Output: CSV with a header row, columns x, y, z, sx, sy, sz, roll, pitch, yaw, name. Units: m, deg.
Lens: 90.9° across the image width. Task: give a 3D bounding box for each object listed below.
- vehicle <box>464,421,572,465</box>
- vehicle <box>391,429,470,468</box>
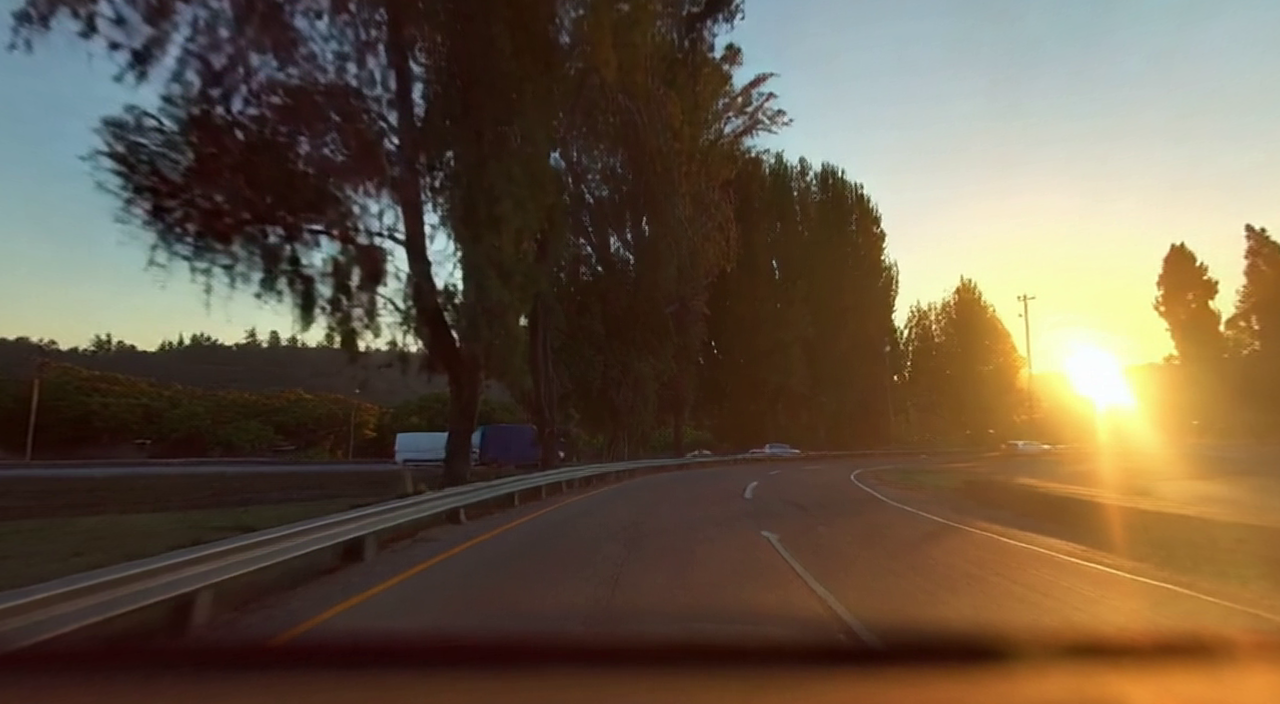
x,y,z,sx,sy,sz,roll,pitch,yaw,name
-8.645,6.504,45.003,7.155,2.942,2.420,3,-8,-23,vehicle
-14.220,6.529,42.766,4.784,2.535,2.203,3,-8,-22,vehicle
